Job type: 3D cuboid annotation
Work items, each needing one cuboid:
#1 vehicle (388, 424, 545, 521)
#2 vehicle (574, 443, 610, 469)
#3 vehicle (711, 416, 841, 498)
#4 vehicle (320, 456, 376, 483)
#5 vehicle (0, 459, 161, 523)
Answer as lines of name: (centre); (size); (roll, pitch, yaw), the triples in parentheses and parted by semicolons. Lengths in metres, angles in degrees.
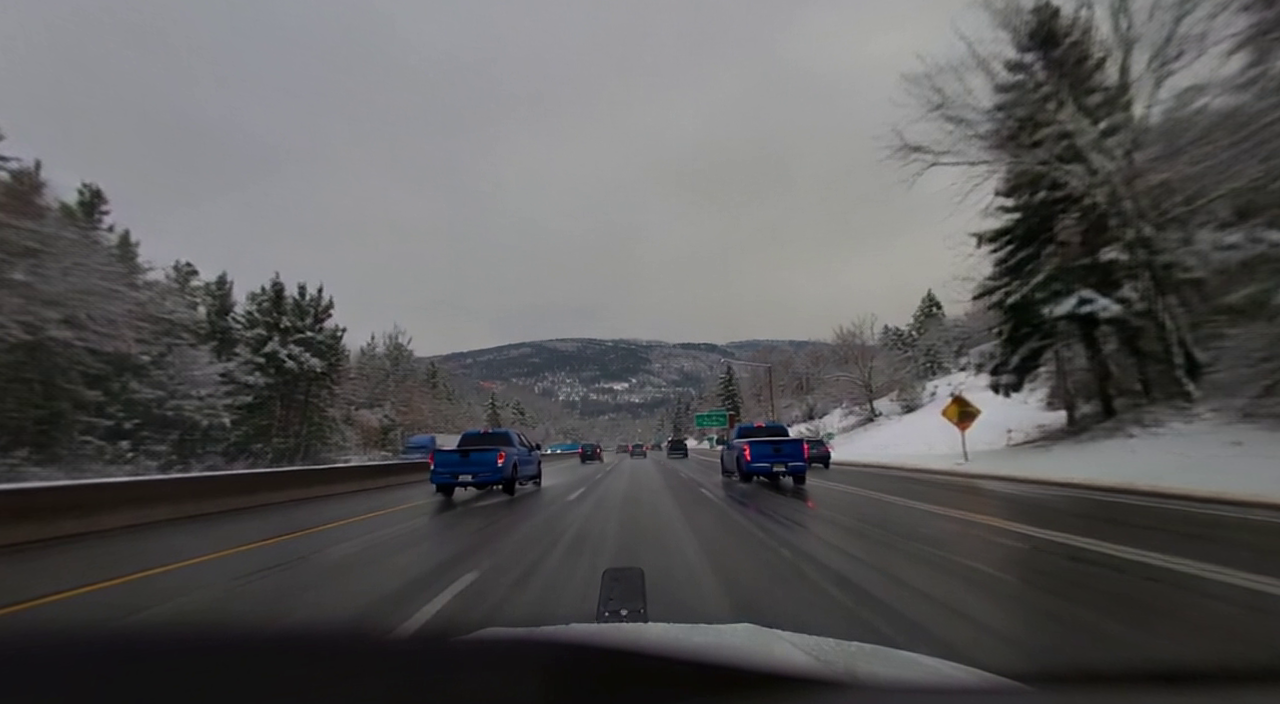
vehicle: (-3.817, 2.757, 15.076); (2.227, 1.853, 5.161); (-1, -8, 1)
vehicle: (-3.446, 7.536, 45.988); (2.235, 1.785, 4.386); (-1, -8, 1)
vehicle: (3.645, 2.974, 18.277); (2.424, 1.952, 5.611); (-1, -8, -1)
vehicle: (-20.834, 8.408, 45.209); (1.872, 1.693, 4.572); (-1, -8, 0)
vehicle: (-17.191, 4.066, 18.969); (1.902, 1.532, 4.646); (-1, -8, 0)
